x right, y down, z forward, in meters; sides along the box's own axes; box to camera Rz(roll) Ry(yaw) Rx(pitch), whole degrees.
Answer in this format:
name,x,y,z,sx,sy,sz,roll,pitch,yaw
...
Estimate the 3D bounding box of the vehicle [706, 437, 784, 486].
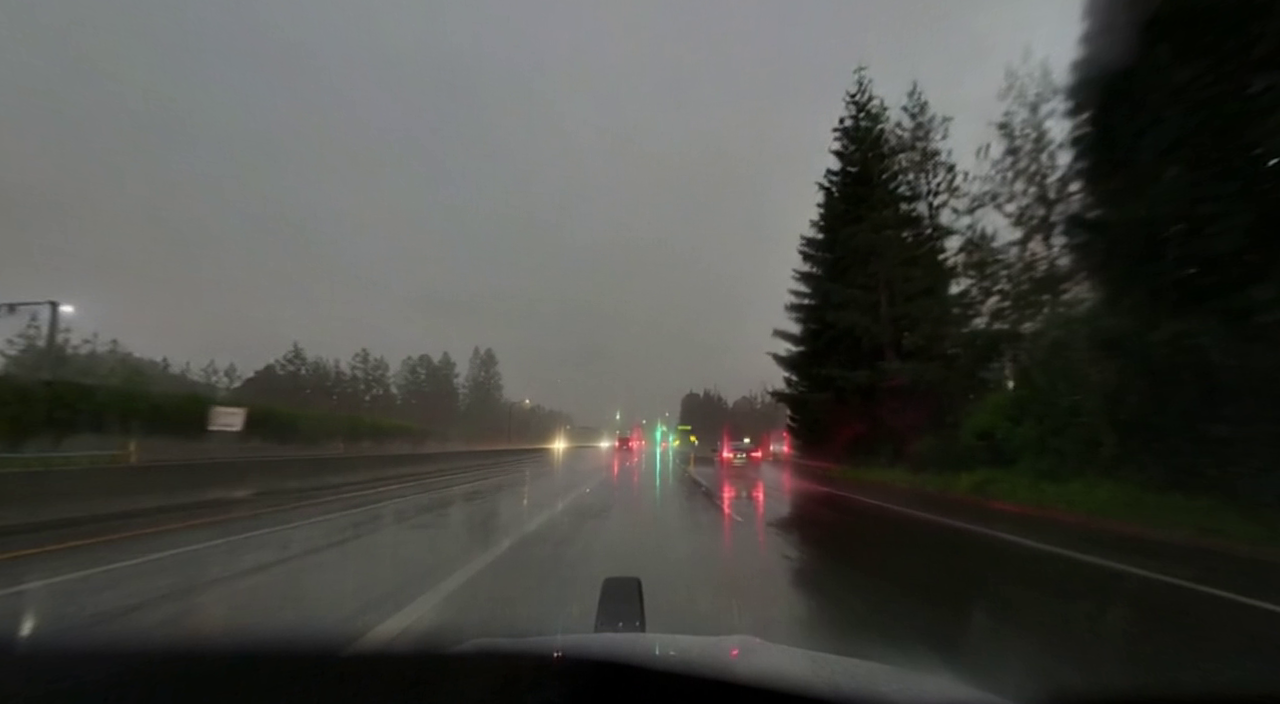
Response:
name,x,y,z,sx,sy,sz,roll,pitch,yaw
vehicle,3.748,4.020,23.414,2.085,1.594,4.848,0,-9,0
